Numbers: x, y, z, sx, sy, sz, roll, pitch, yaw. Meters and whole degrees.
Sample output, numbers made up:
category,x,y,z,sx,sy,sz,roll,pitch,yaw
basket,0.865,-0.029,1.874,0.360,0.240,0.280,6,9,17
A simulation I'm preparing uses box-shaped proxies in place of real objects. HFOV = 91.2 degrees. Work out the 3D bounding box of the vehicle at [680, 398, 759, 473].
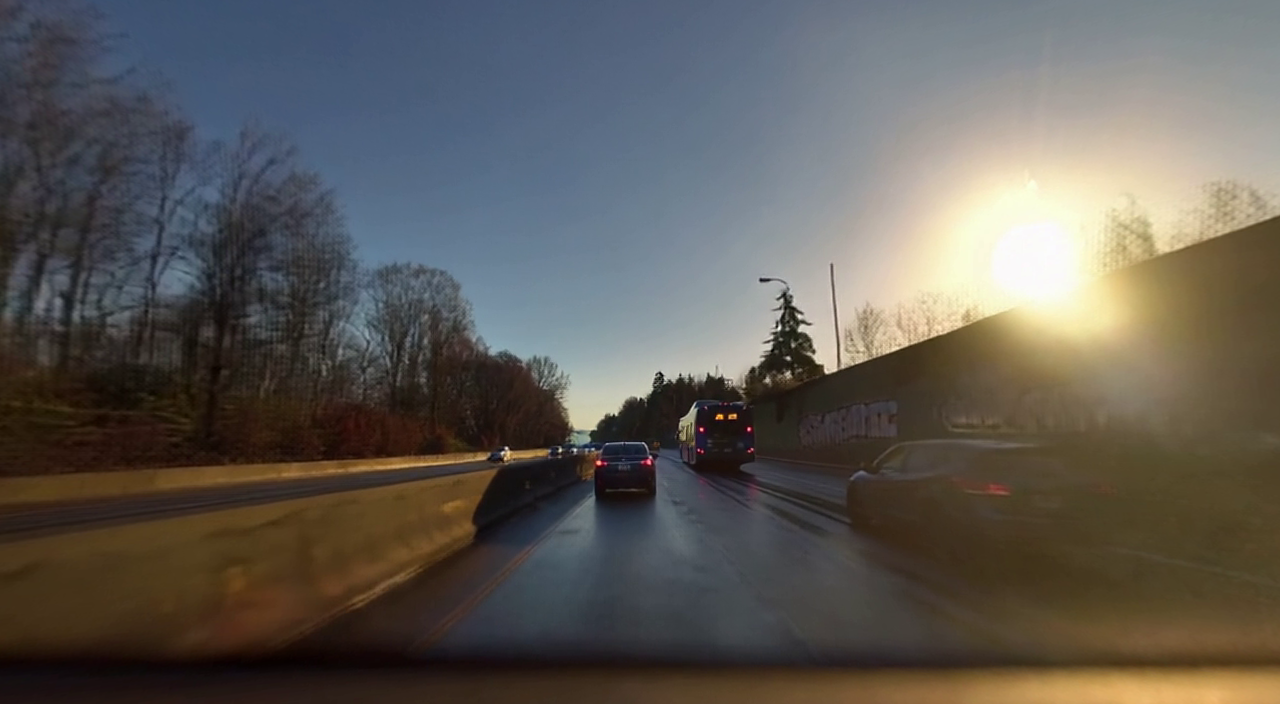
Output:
category,x,y,z,sx,sy,sz,roll,pitch,yaw
vehicle,4.084,4.845,35.492,3.055,3.479,12.521,-1,-9,1

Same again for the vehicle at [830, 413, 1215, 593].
category,x,y,z,sx,sy,sz,roll,pitch,yaw
vehicle,3.880,1.595,7.387,1.995,1.507,3.915,0,-9,-1

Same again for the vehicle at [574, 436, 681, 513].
category,x,y,z,sx,sy,sz,roll,pitch,yaw
vehicle,-0.249,2.809,14.813,2.160,1.532,4.073,-1,-9,0
